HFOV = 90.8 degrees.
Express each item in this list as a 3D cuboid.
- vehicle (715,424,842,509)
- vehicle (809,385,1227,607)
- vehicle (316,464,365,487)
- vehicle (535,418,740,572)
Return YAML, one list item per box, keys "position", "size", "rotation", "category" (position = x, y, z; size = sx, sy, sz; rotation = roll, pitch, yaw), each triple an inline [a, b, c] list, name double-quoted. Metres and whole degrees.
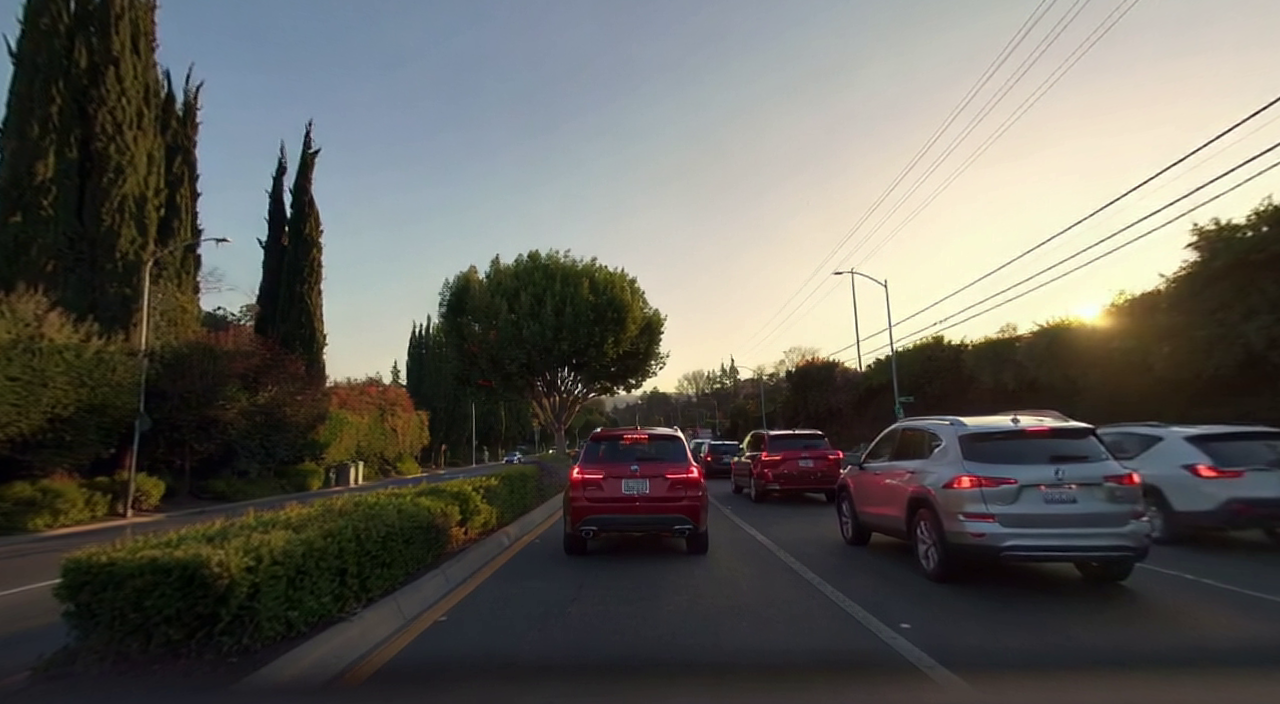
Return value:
- position: [3.268, 2.815, 16.008]
  size: [2.097, 1.818, 4.625]
  rotation: [0, -8, -1]
  category: "vehicle"
- position: [3.514, 1.426, 7.100]
  size: [2.001, 1.707, 4.250]
  rotation: [0, -8, -1]
  category: "vehicle"
- position: [-22.906, 9.463, 48.482]
  size: [1.847, 1.554, 3.926]
  rotation: [0, -8, -1]
  category: "vehicle"
- position: [-0.058, 1.848, 8.986]
  size: [2.199, 1.641, 4.232]
  rotation: [0, -8, -1]
  category: "vehicle"
